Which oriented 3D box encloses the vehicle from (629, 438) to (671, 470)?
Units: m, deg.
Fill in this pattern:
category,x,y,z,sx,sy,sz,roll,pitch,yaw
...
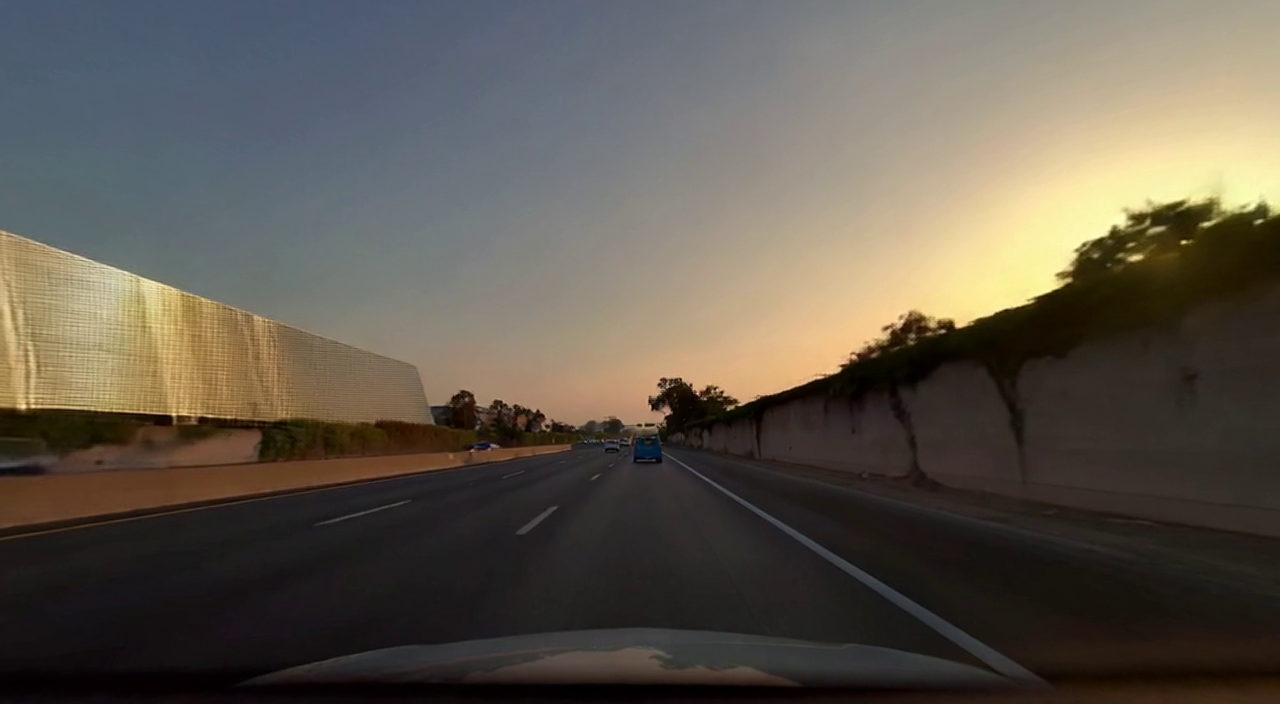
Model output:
category,x,y,z,sx,sy,sz,roll,pitch,yaw
vehicle,0.475,5.003,31.073,1.997,1.484,3.409,0,-8,0
